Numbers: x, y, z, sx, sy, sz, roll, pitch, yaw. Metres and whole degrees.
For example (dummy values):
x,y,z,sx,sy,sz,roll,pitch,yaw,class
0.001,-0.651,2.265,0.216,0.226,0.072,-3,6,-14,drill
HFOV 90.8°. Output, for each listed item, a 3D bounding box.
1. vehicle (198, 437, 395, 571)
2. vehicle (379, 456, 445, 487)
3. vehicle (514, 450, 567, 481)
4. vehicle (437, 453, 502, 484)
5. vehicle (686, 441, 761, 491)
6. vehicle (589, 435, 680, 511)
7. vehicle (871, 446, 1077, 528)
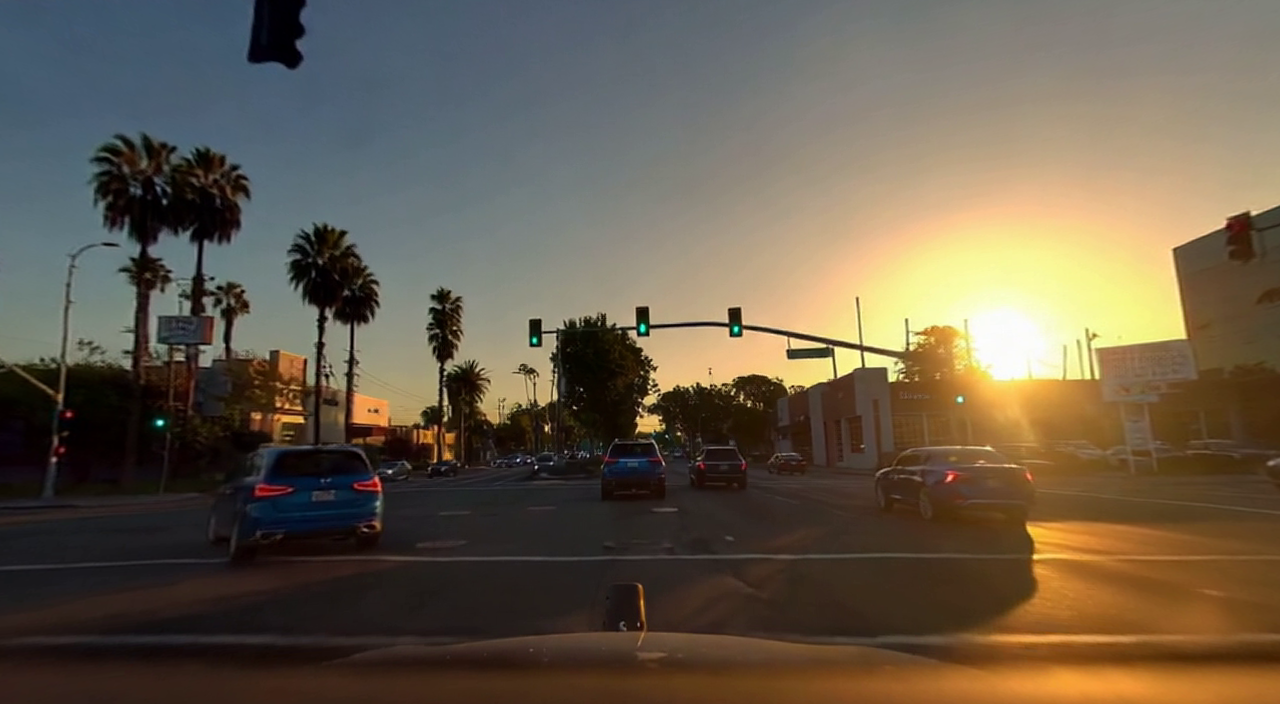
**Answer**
x,y,z,sx,sy,sz,roll,pitch,yaw,class
-5.455,2.262,10.391,2.201,1.644,4.465,4,-9,-26,vehicle
-11.880,6.205,33.146,1.850,1.414,4.184,0,-8,1,vehicle
-5.179,5.971,33.506,2.030,1.441,4.324,0,-8,1,vehicle
-8.572,5.877,32.141,2.061,1.415,4.289,0,-8,1,vehicle
3.043,4.240,23.866,2.112,1.710,4.234,0,-8,-2,vehicle
-0.207,3.191,17.220,2.151,1.787,4.109,0,-8,-2,vehicle
6.776,2.734,13.489,1.944,1.447,4.309,0,-8,-1,vehicle
